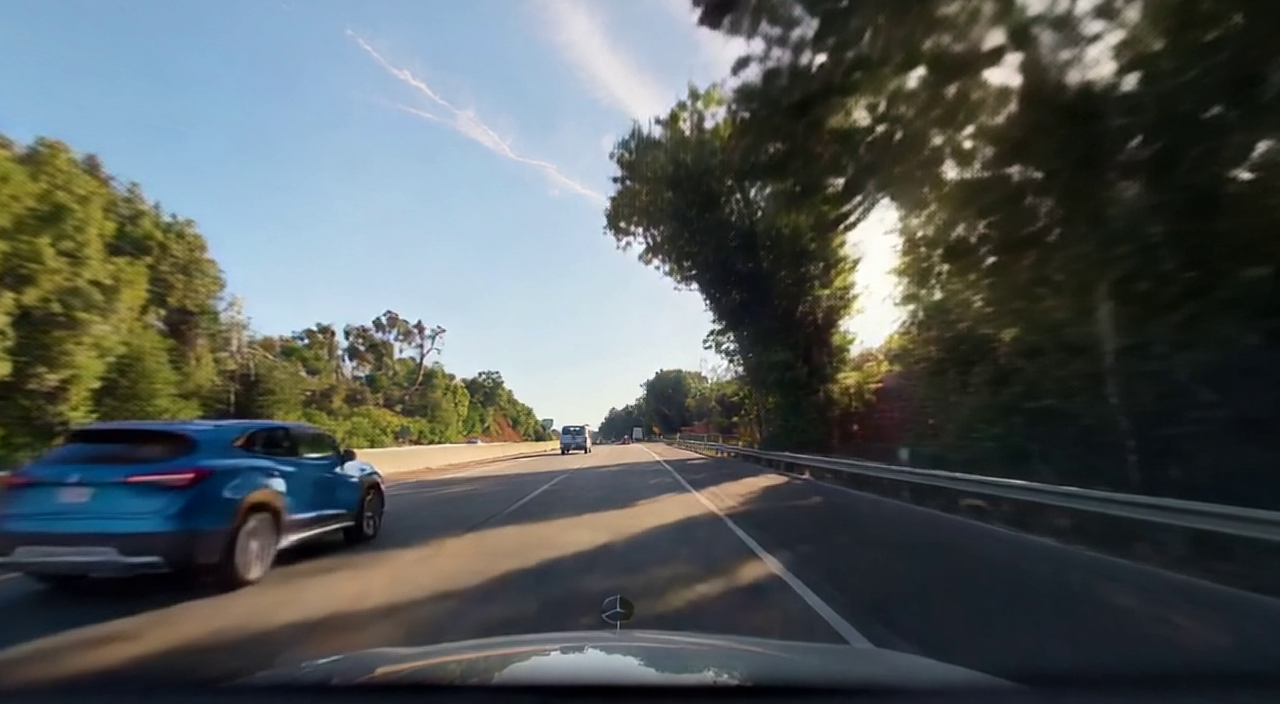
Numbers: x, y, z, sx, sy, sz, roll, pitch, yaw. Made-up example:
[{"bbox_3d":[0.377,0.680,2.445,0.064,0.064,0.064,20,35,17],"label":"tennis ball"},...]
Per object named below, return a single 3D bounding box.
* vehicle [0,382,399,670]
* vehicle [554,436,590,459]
[{"bbox_3d":[-4.194,1.303,5.961,2.070,1.647,4.577,0,-8,-1],"label":"vehicle"},{"bbox_3d":[-4.672,6.599,43.794,2.063,1.496,4.225,0,-8,-1],"label":"vehicle"}]
